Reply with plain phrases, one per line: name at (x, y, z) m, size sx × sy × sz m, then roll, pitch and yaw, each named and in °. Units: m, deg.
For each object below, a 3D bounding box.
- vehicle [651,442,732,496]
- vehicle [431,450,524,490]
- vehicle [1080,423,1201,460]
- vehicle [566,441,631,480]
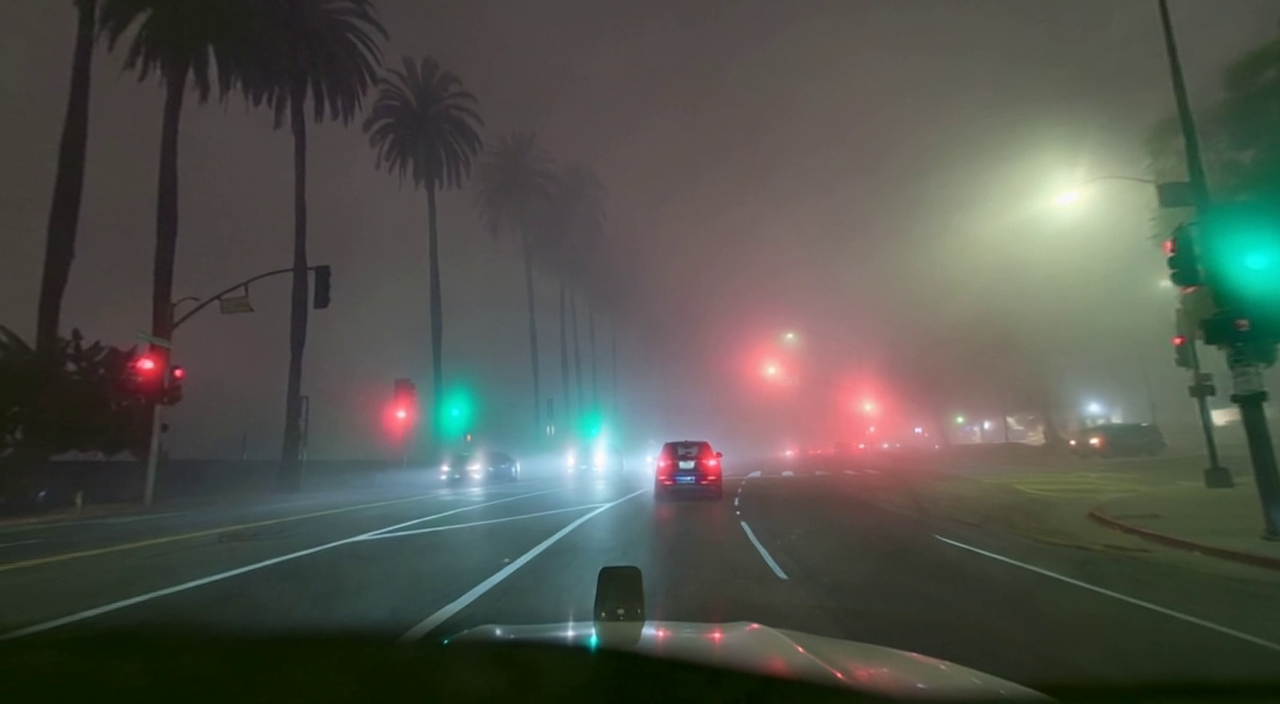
vehicle at (1.714, 3.556, 19.608) m, size 2.096 × 1.492 × 4.071 m, roll -2°, pitch -9°, yaw 10°
vehicle at (-6.682, 4.898, 26.638) m, size 2.012 × 1.467 × 4.592 m, roll -2°, pitch -9°, yaw 10°
vehicle at (26.859, 4.818, 33.950) m, size 5.049 × 1.861 × 2.081 m, roll 1°, pitch -9°, yaw -9°
vehicle at (-1.942, 5.278, 30.925) m, size 2.013 × 1.746 × 4.366 m, roll -2°, pitch -9°, yaw 13°
